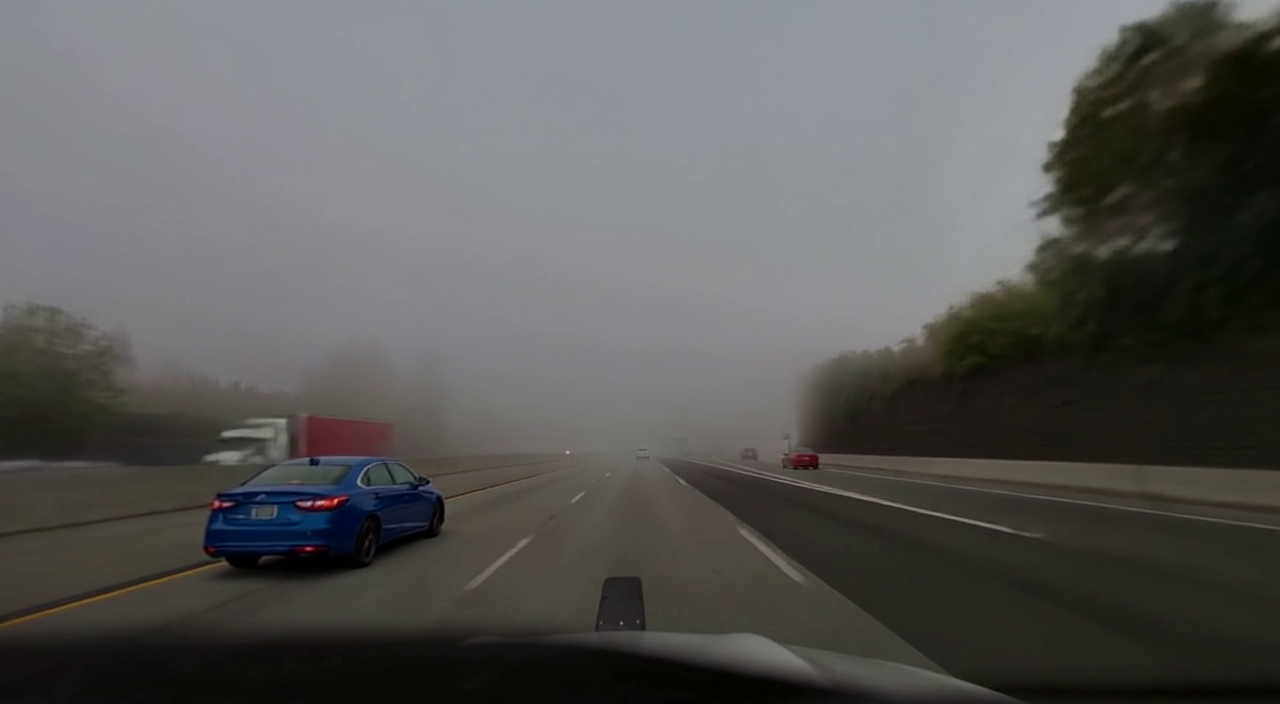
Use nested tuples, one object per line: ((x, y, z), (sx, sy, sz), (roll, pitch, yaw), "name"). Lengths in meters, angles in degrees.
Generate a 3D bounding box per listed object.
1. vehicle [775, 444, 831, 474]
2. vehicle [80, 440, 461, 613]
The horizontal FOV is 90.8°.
((8.918, 5.880, 34.837), (1.884, 1.485, 4.600), (-1, -9, 0), "vehicle")
((-3.813, 1.851, 7.716), (1.873, 1.438, 4.546), (-1, -9, 1), "vehicle")
